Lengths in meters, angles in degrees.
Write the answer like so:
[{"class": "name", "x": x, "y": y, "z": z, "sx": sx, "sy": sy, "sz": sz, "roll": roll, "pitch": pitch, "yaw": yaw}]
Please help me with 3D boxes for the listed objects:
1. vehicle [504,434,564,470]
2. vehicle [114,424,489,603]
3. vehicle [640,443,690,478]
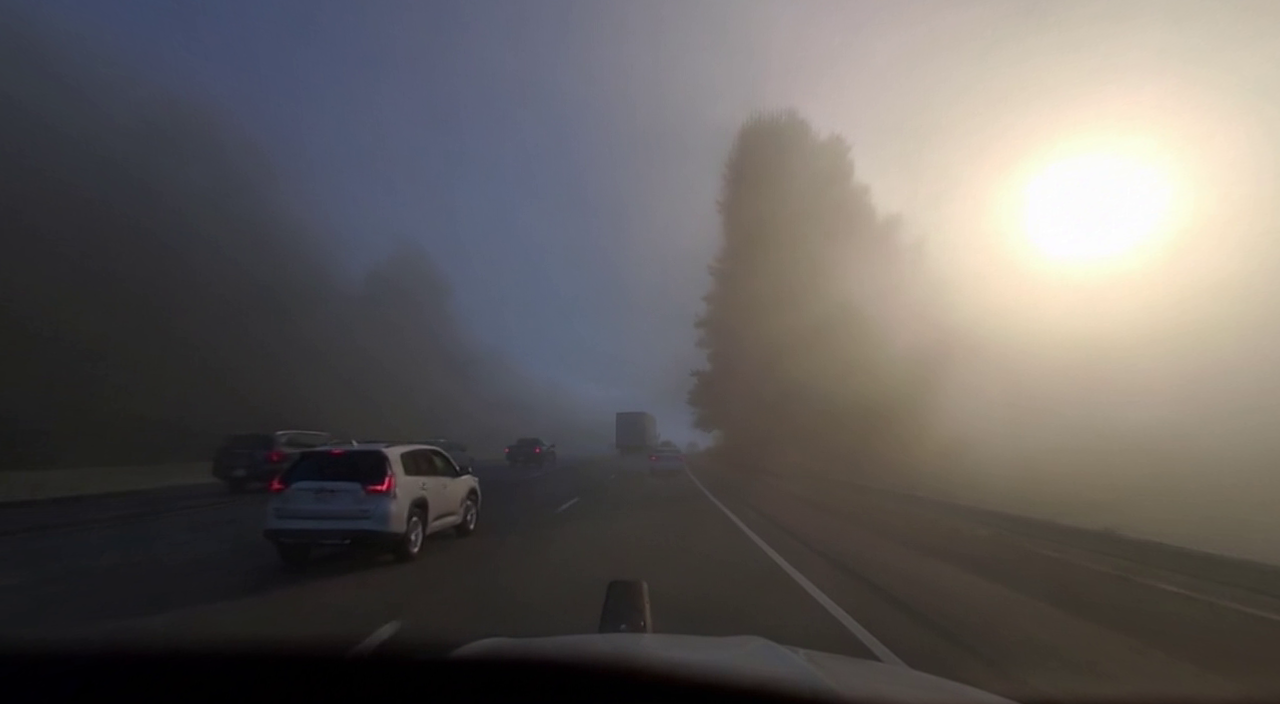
[{"class": "vehicle", "x": -5.797, "y": 5.516, "z": 35.051, "sx": 2.142, "sy": 1.833, "sz": 4.854, "roll": -1, "pitch": -9, "yaw": 4}, {"class": "vehicle", "x": -3.427, "y": 1.711, "z": 7.703, "sx": 1.916, "sy": 1.486, "sz": 4.631, "roll": 0, "pitch": -9, "yaw": 1}, {"class": "vehicle", "x": 1.071, "y": 4.564, "z": 26.716, "sx": 1.984, "sy": 1.365, "sz": 3.767, "roll": 0, "pitch": -8, "yaw": 3}]
